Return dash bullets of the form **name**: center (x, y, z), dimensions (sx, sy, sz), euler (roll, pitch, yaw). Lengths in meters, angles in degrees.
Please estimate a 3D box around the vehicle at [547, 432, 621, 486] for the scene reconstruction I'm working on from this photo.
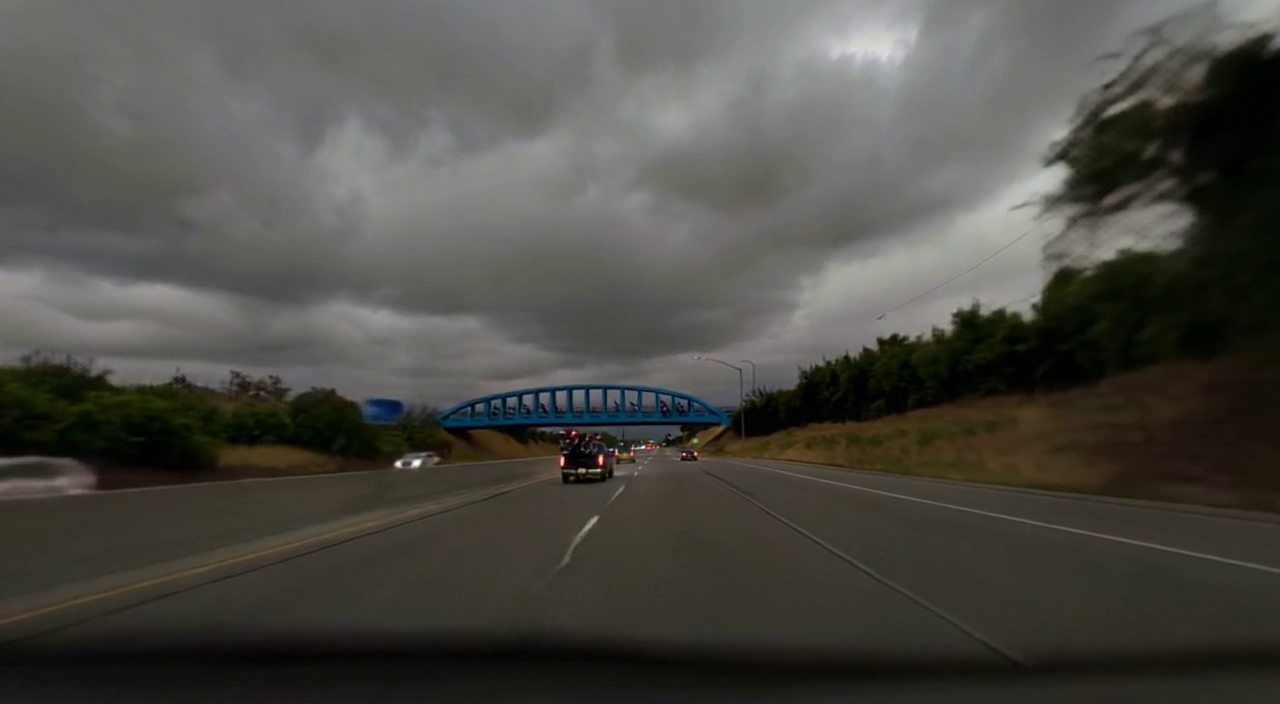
- **vehicle**: center (-2.108, 4.293, 25.523), dimensions (2.369, 1.948, 5.343), euler (0, -9, 2)
